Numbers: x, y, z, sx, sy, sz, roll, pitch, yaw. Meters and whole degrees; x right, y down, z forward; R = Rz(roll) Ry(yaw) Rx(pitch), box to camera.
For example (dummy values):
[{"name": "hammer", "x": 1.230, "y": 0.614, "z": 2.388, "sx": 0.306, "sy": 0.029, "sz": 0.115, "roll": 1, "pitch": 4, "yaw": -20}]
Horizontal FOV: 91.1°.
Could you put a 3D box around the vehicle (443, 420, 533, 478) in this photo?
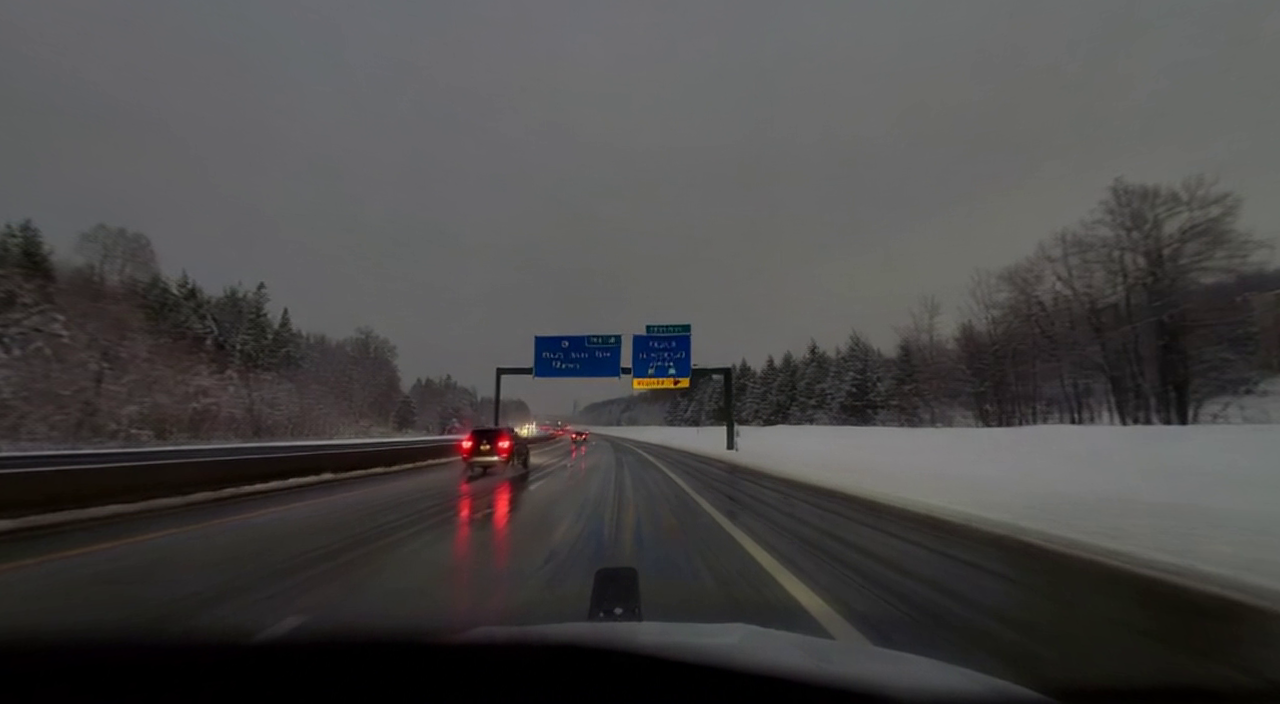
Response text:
[{"name": "vehicle", "x": -4.898, "y": 3.170, "z": 20.887, "sx": 2.007, "sy": 1.727, "sz": 4.040, "roll": 0, "pitch": -8, "yaw": 0}]
